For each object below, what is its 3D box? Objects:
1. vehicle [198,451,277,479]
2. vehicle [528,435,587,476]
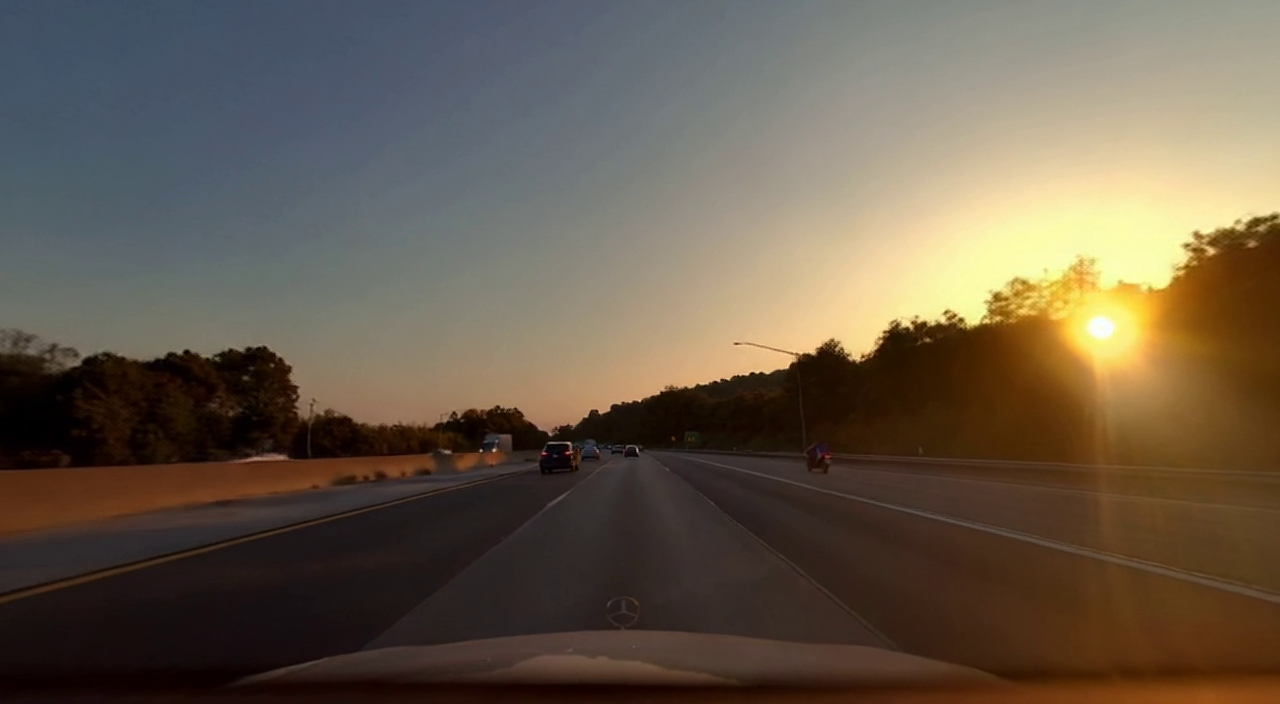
[{"bbox_3d":[-25.584,7.181,40.369,1.980,1.610,4.674,0,-9,0],"label":"vehicle"},{"bbox_3d":[-3.749,4.791,29.413,2.114,1.774,4.427,0,-9,0],"label":"vehicle"}]
